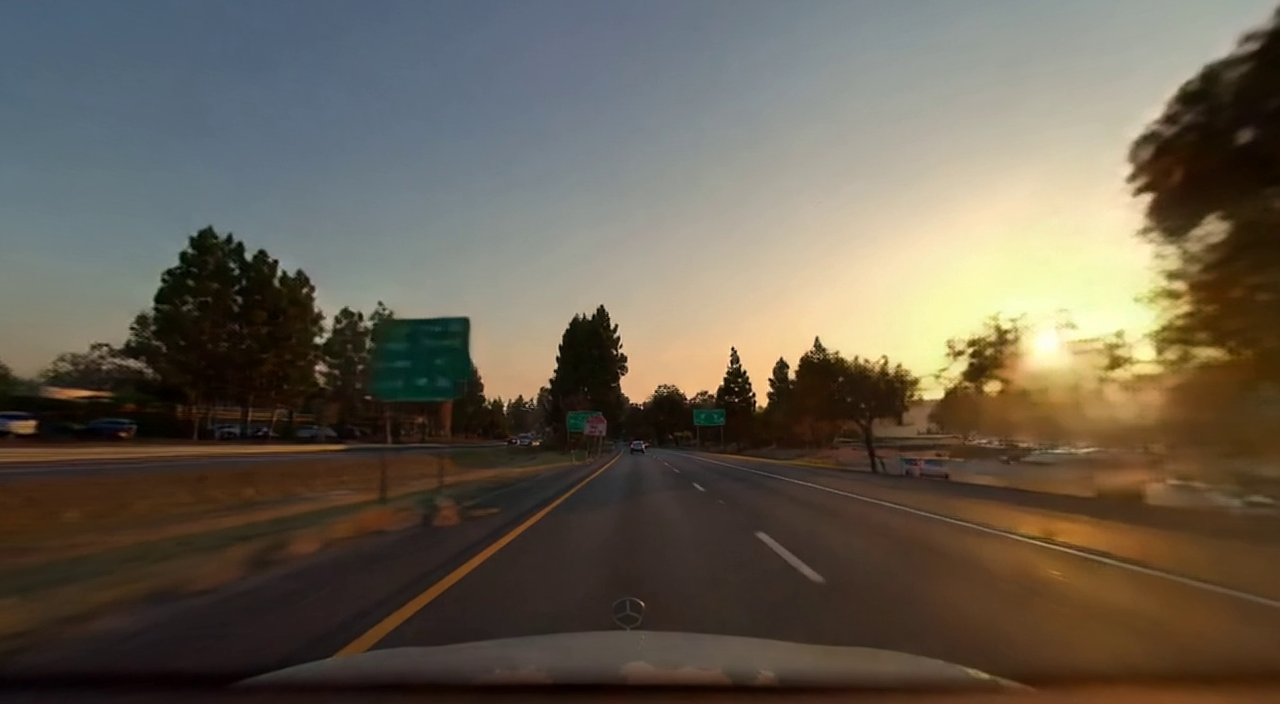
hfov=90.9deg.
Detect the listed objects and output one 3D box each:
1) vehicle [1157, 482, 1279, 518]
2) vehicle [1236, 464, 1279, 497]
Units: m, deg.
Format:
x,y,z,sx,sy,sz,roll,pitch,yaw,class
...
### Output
x,y,z,sx,sy,sz,roll,pitch,yaw,class
28.956,7.311,31.336,4.599,1.466,1.982,-4,-9,27,vehicle
41.480,8.454,41.892,5.153,1.909,2.163,7,-12,-42,vehicle
